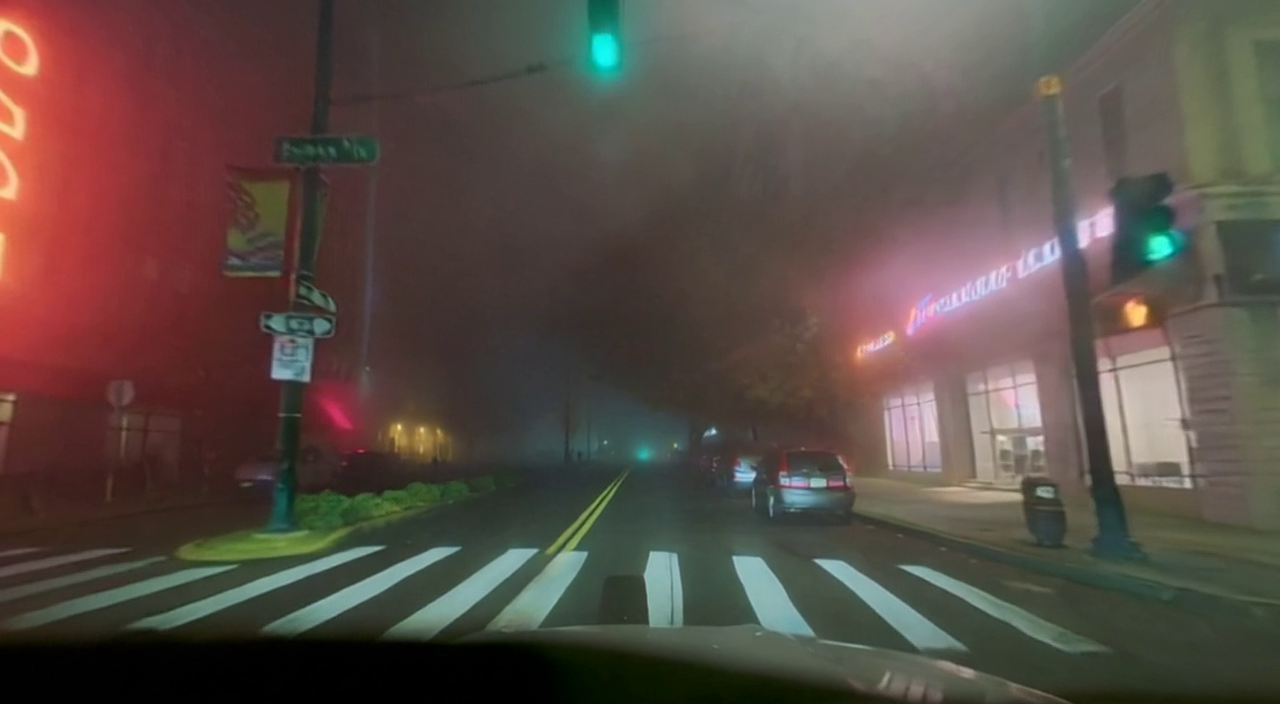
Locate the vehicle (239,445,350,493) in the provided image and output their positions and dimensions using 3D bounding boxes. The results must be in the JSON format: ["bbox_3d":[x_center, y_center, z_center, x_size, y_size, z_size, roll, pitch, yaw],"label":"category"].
[{"bbox_3d":[-12.146,4.022,22.070,4.379,1.480,1.956,-8,-11,41],"label":"vehicle"}]

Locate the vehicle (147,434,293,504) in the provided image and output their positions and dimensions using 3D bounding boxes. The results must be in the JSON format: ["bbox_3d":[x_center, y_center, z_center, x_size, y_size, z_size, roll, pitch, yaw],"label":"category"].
[{"bbox_3d":[-12.417,3.347,18.553,4.447,1.790,2.206,-7,-11,39],"label":"vehicle"}]

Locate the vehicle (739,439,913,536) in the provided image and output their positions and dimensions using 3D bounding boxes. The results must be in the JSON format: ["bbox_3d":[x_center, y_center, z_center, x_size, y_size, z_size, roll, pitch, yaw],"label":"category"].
[{"bbox_3d":[3.400,2.554,12.561,2.120,1.560,4.402,0,-8,0],"label":"vehicle"}]
